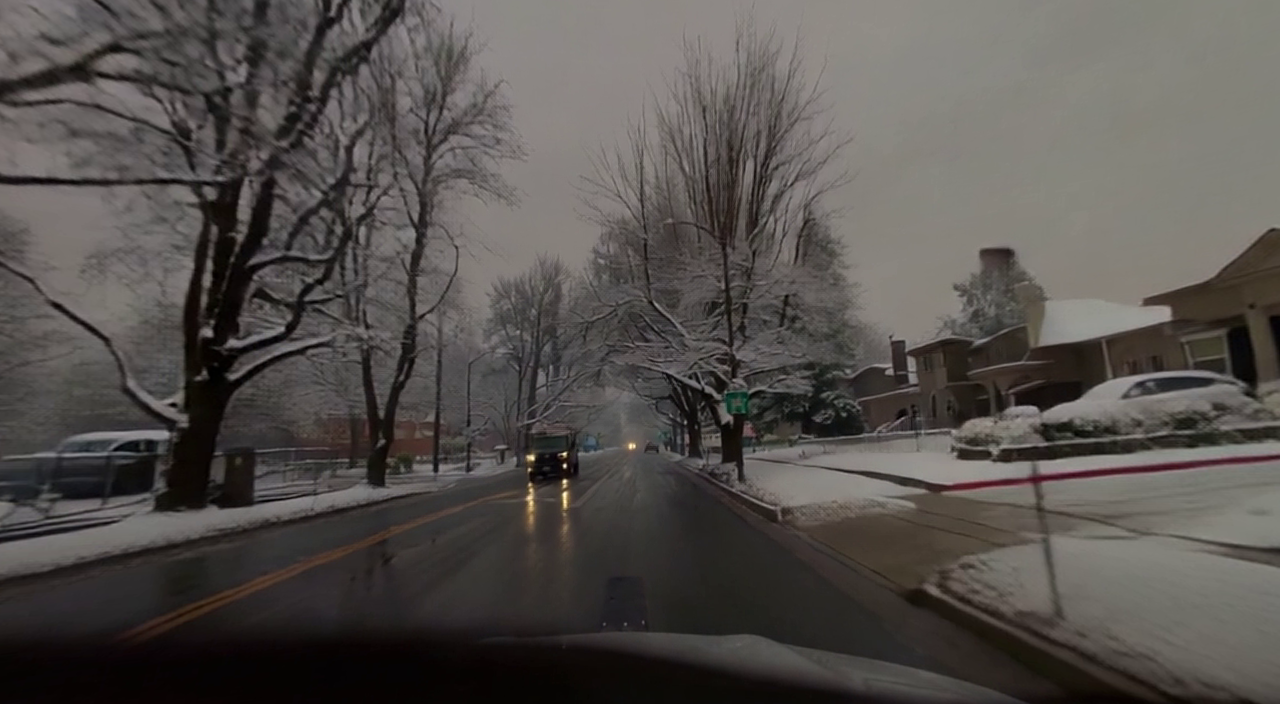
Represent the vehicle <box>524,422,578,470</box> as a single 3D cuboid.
[{"bbox_3d":[-5.428,5.847,39.238,2.303,2.760,5.868,0,-9,2],"label":"vehicle"}]
